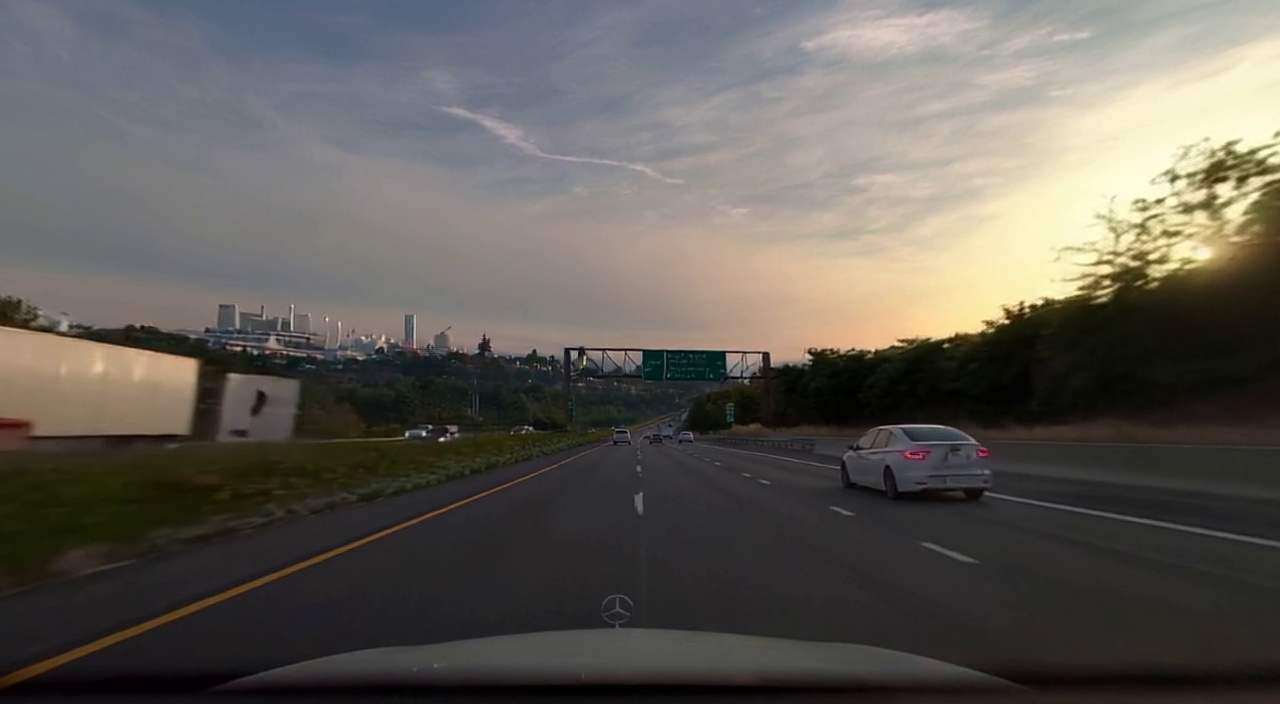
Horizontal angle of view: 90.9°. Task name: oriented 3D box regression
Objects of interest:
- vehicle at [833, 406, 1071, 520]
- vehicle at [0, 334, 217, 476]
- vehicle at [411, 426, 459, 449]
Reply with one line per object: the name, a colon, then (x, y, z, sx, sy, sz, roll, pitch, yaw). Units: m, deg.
vehicle: (5.146, 1.884, 11.225, 2.022, 1.637, 4.229, 0, -8, -1)
vehicle: (-18.172, 1.931, 20.949, 2.889, 3.887, 7.435, 0, -8, 0)
vehicle: (-14.092, 5.928, 43.545, 1.917, 1.523, 4.300, 0, -8, 0)
